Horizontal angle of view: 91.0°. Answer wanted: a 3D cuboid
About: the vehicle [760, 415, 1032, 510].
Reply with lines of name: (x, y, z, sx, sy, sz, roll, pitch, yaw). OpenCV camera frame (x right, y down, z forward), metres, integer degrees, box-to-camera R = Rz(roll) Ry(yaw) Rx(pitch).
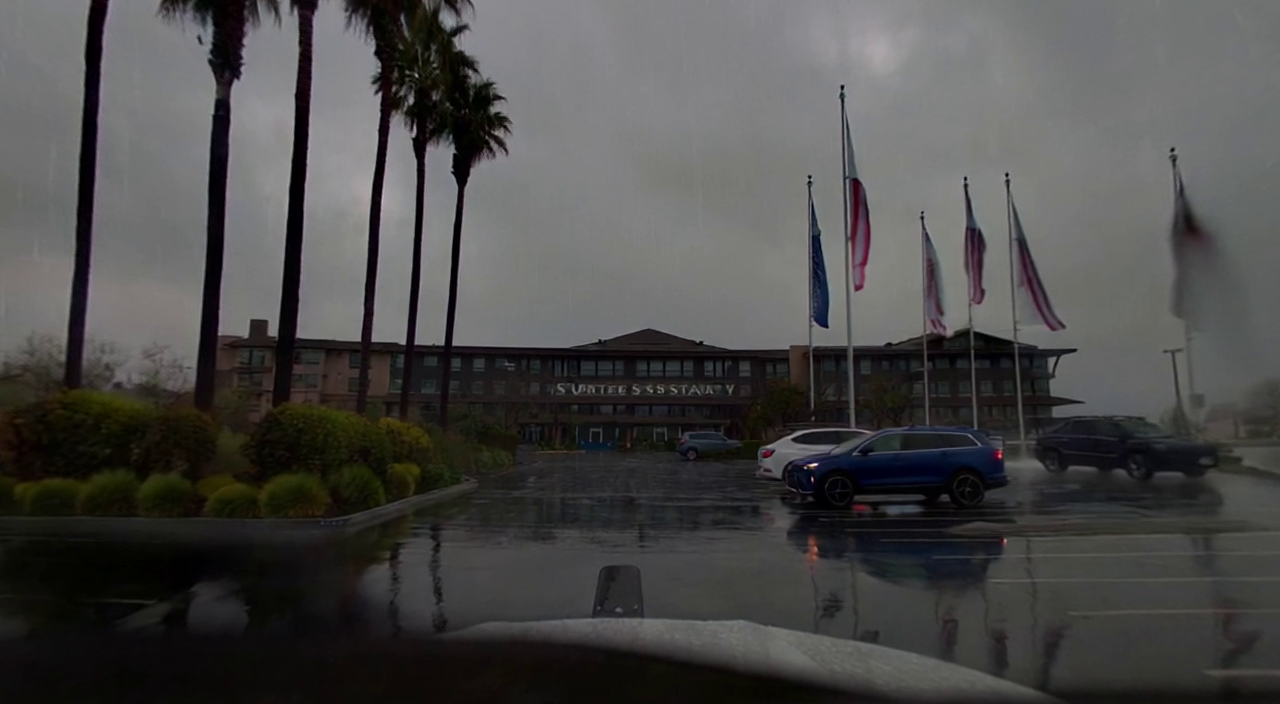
vehicle: (4.887, 2.180, 12.586, 4.567, 1.723, 1.926, 0, -8, 0)

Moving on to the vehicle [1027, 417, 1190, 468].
vehicle: (19.656, 3.898, 26.929, 2.357, 1.921, 5.999, 0, -8, 0)

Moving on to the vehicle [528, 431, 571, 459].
vehicle: (-6.611, 6.808, 46.346, 1.943, 1.890, 4.472, -3, -7, 7)
